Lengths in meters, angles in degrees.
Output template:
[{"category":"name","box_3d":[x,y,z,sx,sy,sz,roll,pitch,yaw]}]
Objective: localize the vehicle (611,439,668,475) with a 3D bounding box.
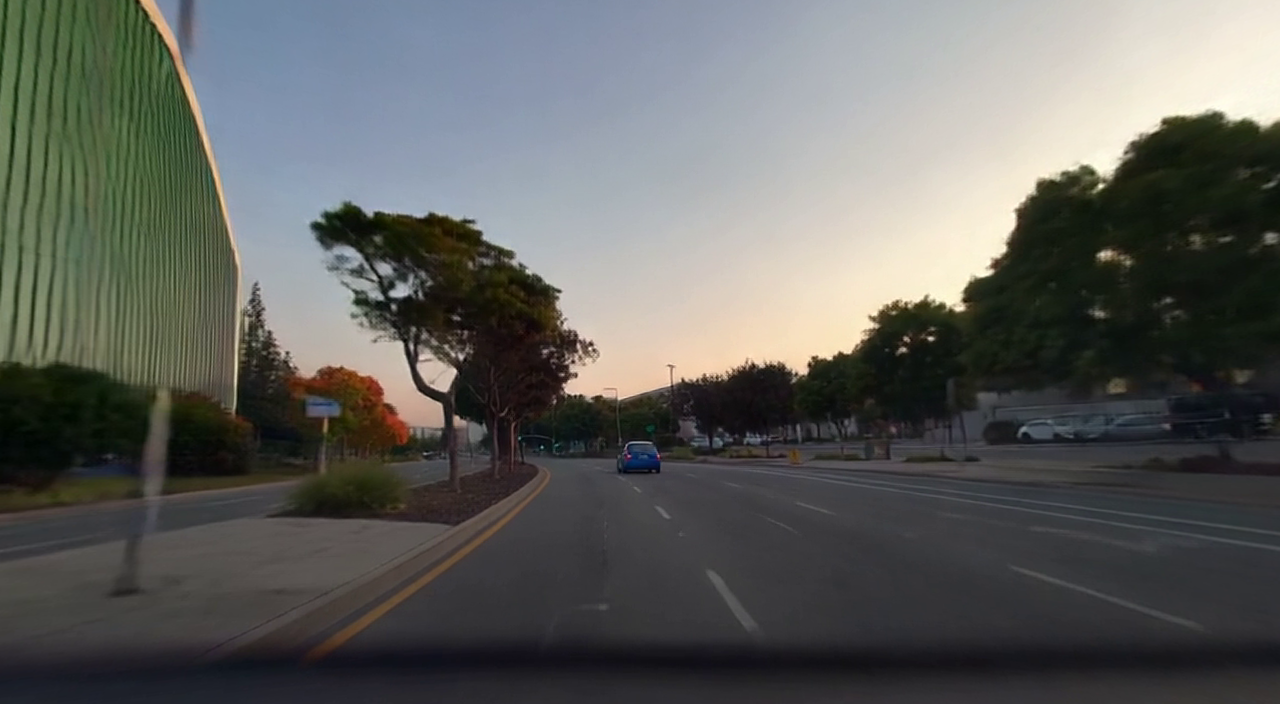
[{"category":"vehicle","box_3d":[-0.128,5.272,31.935,2.165,1.633,4.381,1,-9,-10]}]
